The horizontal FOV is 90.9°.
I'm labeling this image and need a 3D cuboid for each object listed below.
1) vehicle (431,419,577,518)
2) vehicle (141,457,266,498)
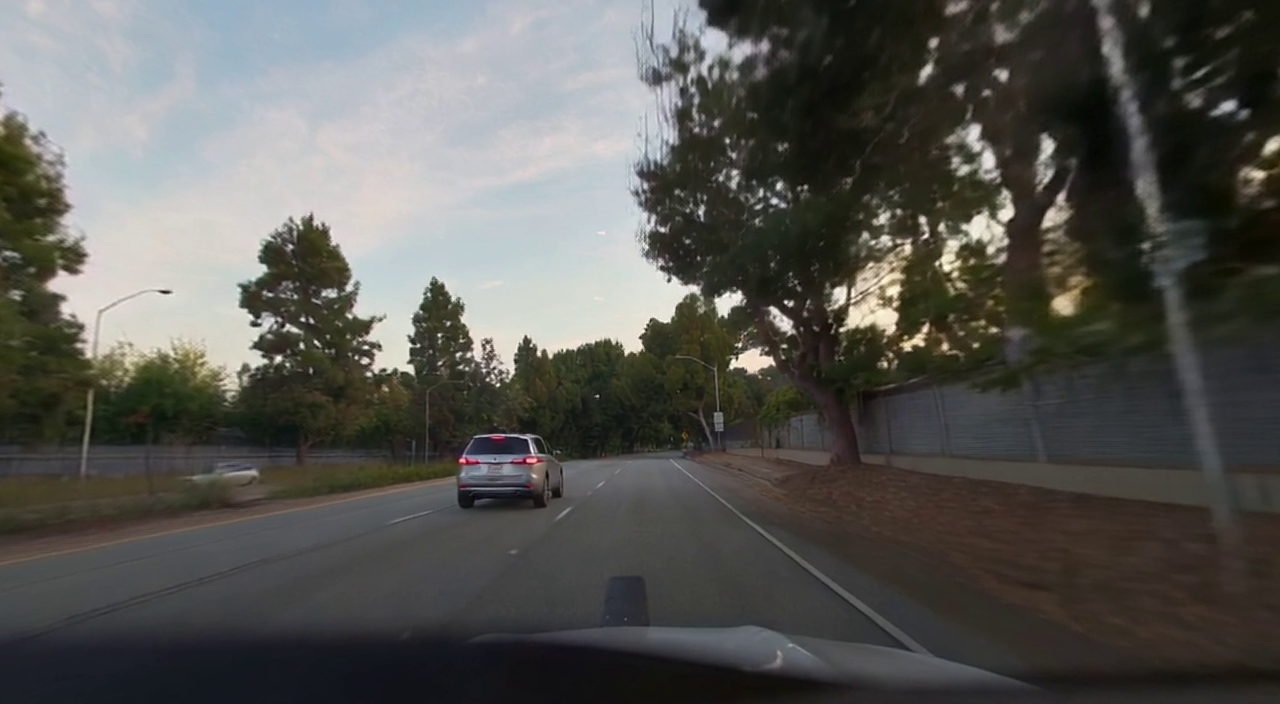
[{"bbox_3d":[-2.837,2.575,14.486,2.160,1.855,4.695,0,-8,2],"label":"vehicle"},{"bbox_3d":[-18.776,5.395,27.456,1.978,1.541,4.664,0,-9,2],"label":"vehicle"}]
